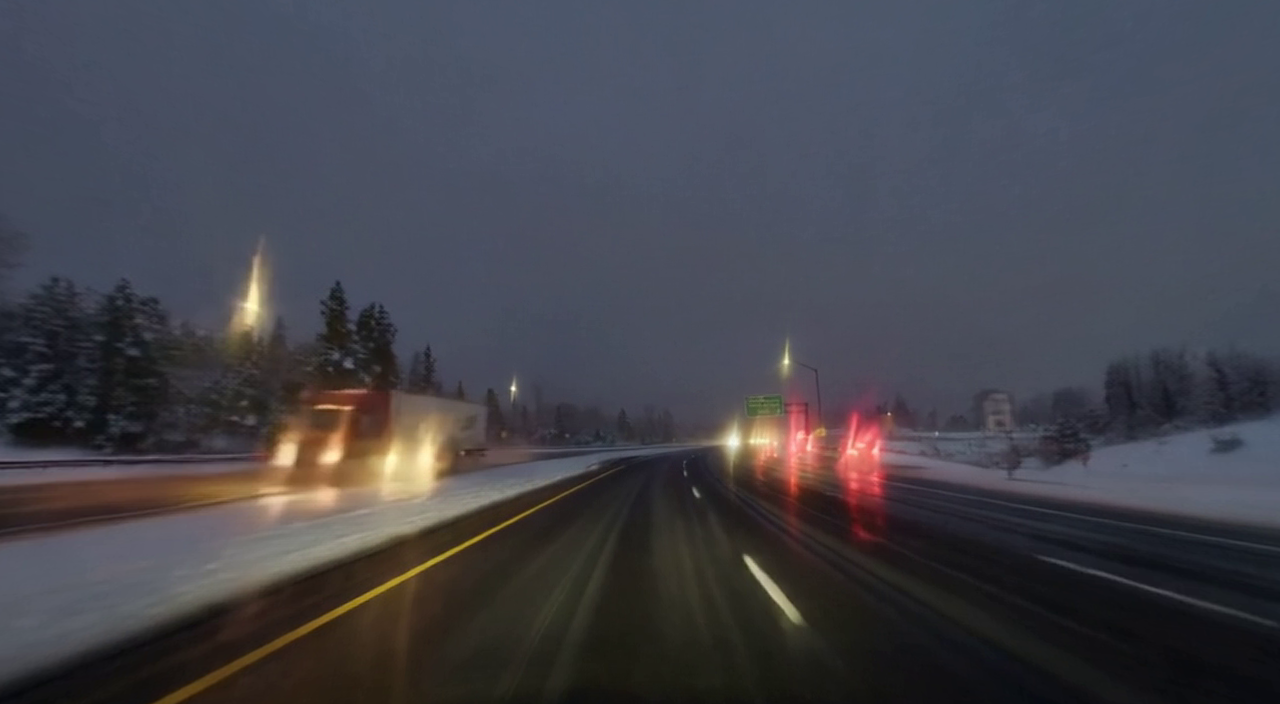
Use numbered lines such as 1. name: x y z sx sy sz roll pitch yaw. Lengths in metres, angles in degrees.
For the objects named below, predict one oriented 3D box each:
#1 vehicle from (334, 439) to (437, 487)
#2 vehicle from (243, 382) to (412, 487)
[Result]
1. vehicle: -9.747 4.268 24.608 2.008 1.686 4.398 0 -8 2
2. vehicle: -13.595 3.779 28.612 3.020 4.048 8.294 0 -8 3
